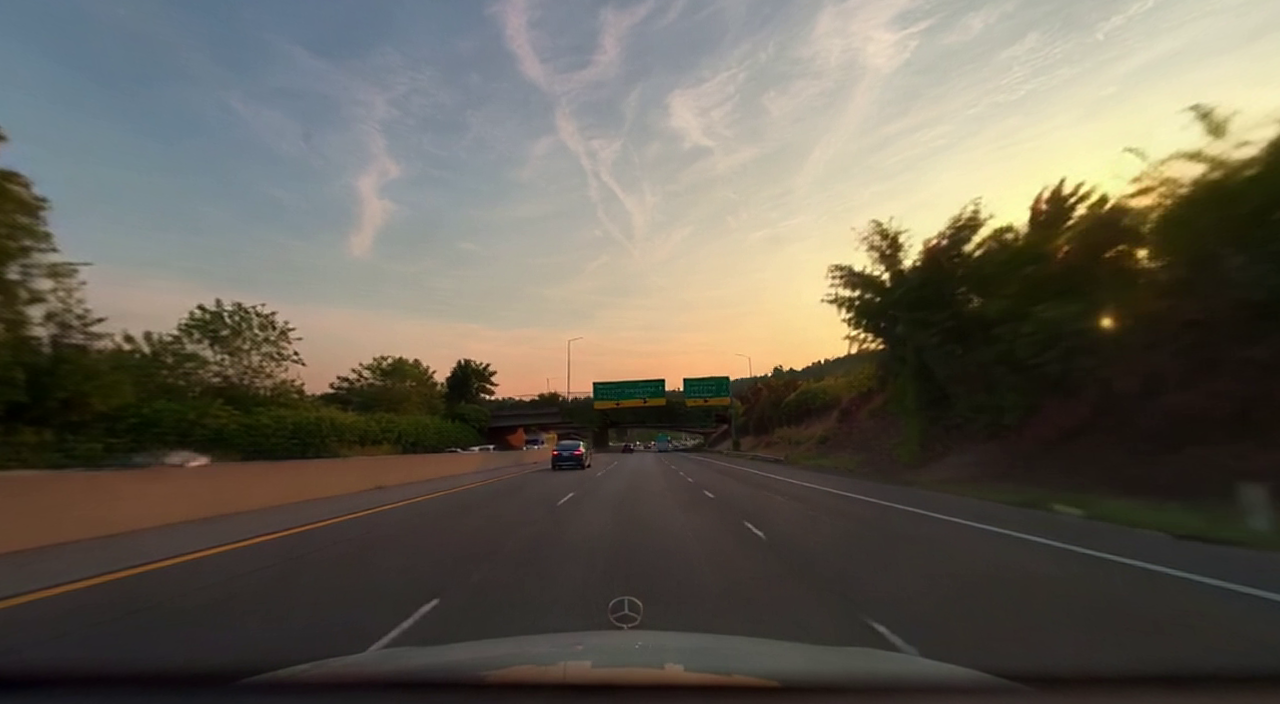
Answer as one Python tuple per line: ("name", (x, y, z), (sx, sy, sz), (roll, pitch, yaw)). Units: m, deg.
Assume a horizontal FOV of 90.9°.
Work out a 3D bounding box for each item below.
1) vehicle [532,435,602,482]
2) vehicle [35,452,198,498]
("vehicle", (-2.719, 4.091, 24.466), (2.183, 1.662, 3.968), (0, -9, 1))
("vehicle", (-19.237, 4.509, 23.526), (1.946, 1.461, 4.746), (0, -9, 1))
